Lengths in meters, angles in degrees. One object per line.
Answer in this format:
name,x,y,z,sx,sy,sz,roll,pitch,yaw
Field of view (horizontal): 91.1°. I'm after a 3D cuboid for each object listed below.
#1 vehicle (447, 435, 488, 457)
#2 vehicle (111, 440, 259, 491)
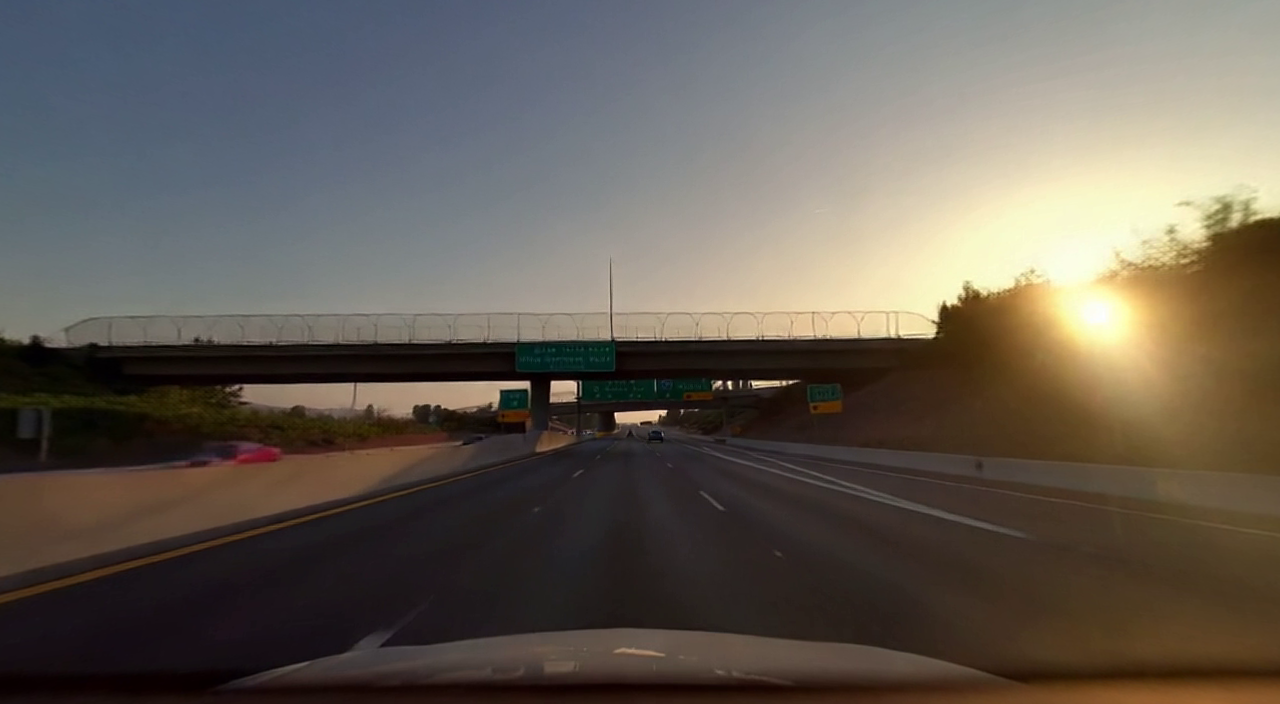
vehicle,-12.449,6.764,45.614,1.884,1.503,4.042,0,-8,0
vehicle,-15.046,3.713,21.116,1.903,1.502,4.120,0,-8,-1
